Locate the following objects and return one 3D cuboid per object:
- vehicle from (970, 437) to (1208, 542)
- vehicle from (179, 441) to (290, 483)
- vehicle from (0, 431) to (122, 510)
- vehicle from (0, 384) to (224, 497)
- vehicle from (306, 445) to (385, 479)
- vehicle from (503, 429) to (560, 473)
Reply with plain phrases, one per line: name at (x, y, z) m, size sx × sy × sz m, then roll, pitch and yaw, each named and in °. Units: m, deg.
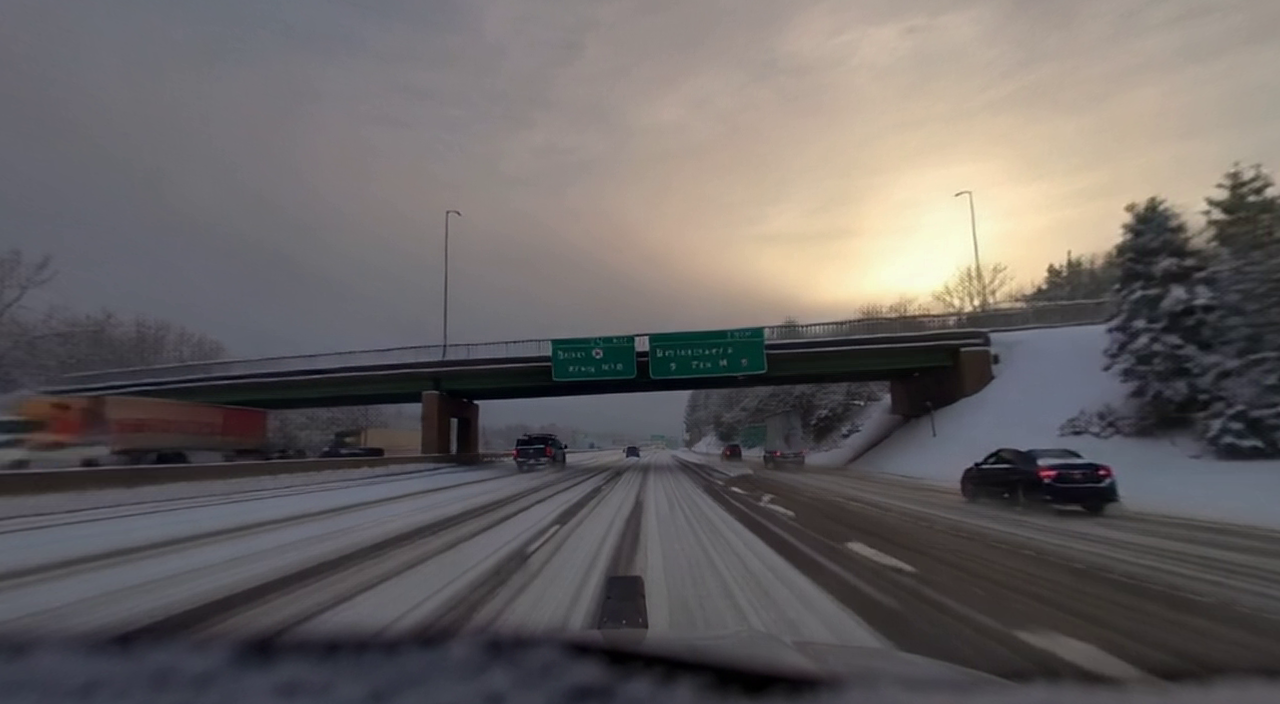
vehicle at (9.548, 2.891, 14.025) m, size 2.146 × 1.929 × 4.388 m, roll -1°, pitch -8°, yaw 3°
vehicle at (-24.230, 6.551, 38.094) m, size 2.412 × 2.274 × 6.038 m, roll -1°, pitch -8°, yaw 3°
vehicle at (-16.208, 2.964, 15.925) m, size 2.074 × 1.862 × 4.805 m, roll 0°, pitch -8°, yaw 1°
vehicle at (-19.858, 3.320, 23.584) m, size 3.085 × 3.485 × 7.854 m, roll 0°, pitch -8°, yaw 1°
vehicle at (-16.171, 6.021, 34.947) m, size 2.051 × 1.715 × 4.579 m, roll 0°, pitch -8°, yaw 2°
vehicle at (-6.364, 5.891, 37.664) m, size 2.264 × 2.379 × 5.248 m, roll 0°, pitch -8°, yaw 2°
